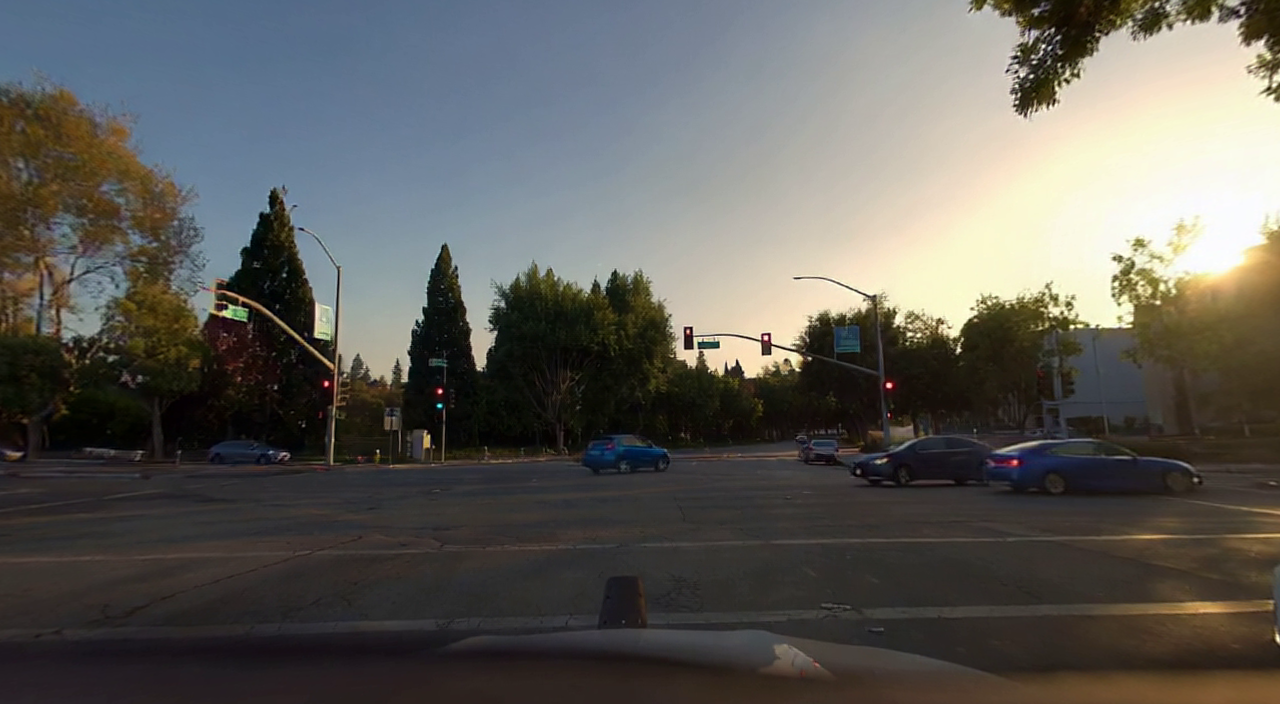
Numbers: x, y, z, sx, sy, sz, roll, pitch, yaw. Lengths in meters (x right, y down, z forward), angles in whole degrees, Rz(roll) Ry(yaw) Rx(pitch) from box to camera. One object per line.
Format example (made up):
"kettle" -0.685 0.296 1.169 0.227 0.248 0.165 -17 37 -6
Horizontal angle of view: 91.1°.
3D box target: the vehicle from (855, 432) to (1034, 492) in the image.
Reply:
"vehicle" 9.591 3.463 20.059 4.580 1.768 2.134 0 -8 -3

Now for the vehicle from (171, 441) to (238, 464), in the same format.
"vehicle" -29.105 6.699 42.040 1.696 1.431 3.686 -1 -8 3

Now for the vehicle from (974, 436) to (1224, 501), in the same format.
"vehicle" 11.891 3.029 16.545 5.000 1.559 1.960 0 -8 0

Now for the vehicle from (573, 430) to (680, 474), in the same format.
"vehicle" -0.532 4.316 27.293 4.346 1.753 1.994 7 -11 -40
